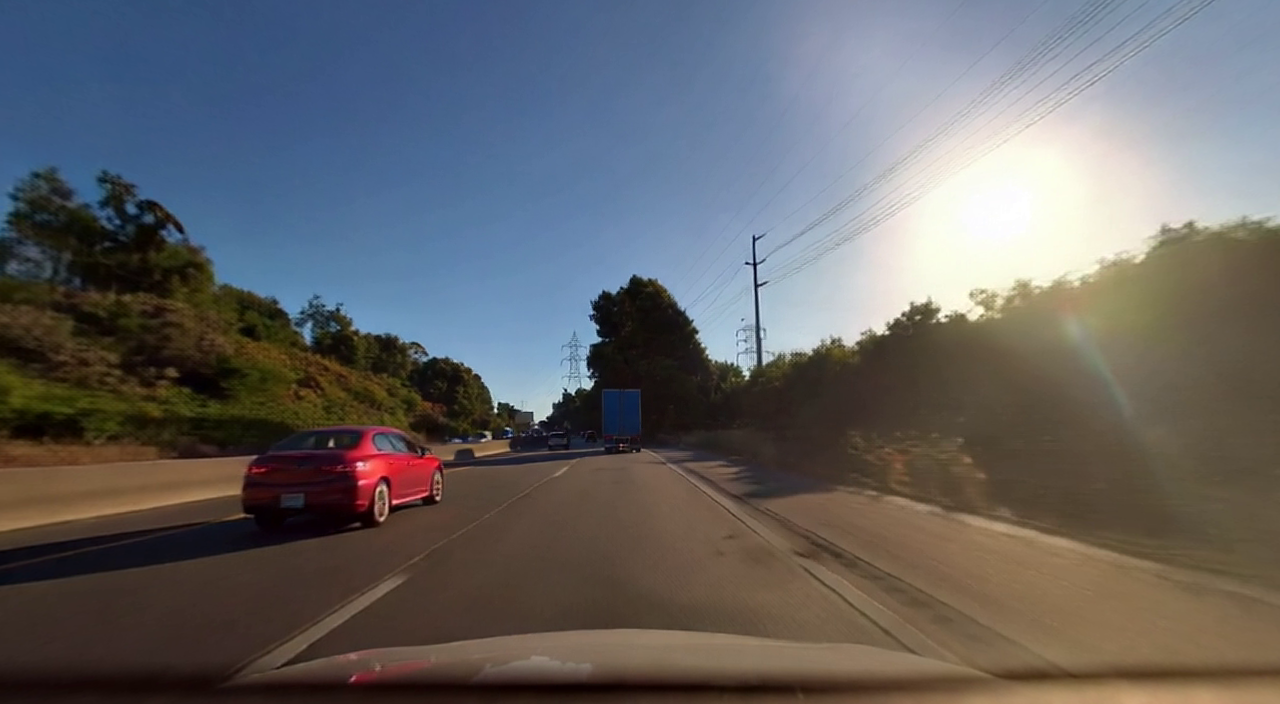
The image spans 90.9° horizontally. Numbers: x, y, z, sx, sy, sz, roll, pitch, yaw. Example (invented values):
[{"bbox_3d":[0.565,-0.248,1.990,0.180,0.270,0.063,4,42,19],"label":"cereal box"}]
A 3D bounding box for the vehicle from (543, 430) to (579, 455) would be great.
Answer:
[{"bbox_3d":[-5.219,6.050,42.131,1.934,1.549,4.194,0,-8,-2],"label":"vehicle"}]

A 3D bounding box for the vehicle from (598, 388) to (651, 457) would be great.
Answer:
[{"bbox_3d":[-1.019,4.572,39.980,2.955,3.851,9.915,0,-8,-2],"label":"vehicle"}]

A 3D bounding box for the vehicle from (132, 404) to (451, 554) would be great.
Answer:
[{"bbox_3d":[-4.472,1.673,9.150,2.117,1.618,4.480,0,-8,-1],"label":"vehicle"}]
